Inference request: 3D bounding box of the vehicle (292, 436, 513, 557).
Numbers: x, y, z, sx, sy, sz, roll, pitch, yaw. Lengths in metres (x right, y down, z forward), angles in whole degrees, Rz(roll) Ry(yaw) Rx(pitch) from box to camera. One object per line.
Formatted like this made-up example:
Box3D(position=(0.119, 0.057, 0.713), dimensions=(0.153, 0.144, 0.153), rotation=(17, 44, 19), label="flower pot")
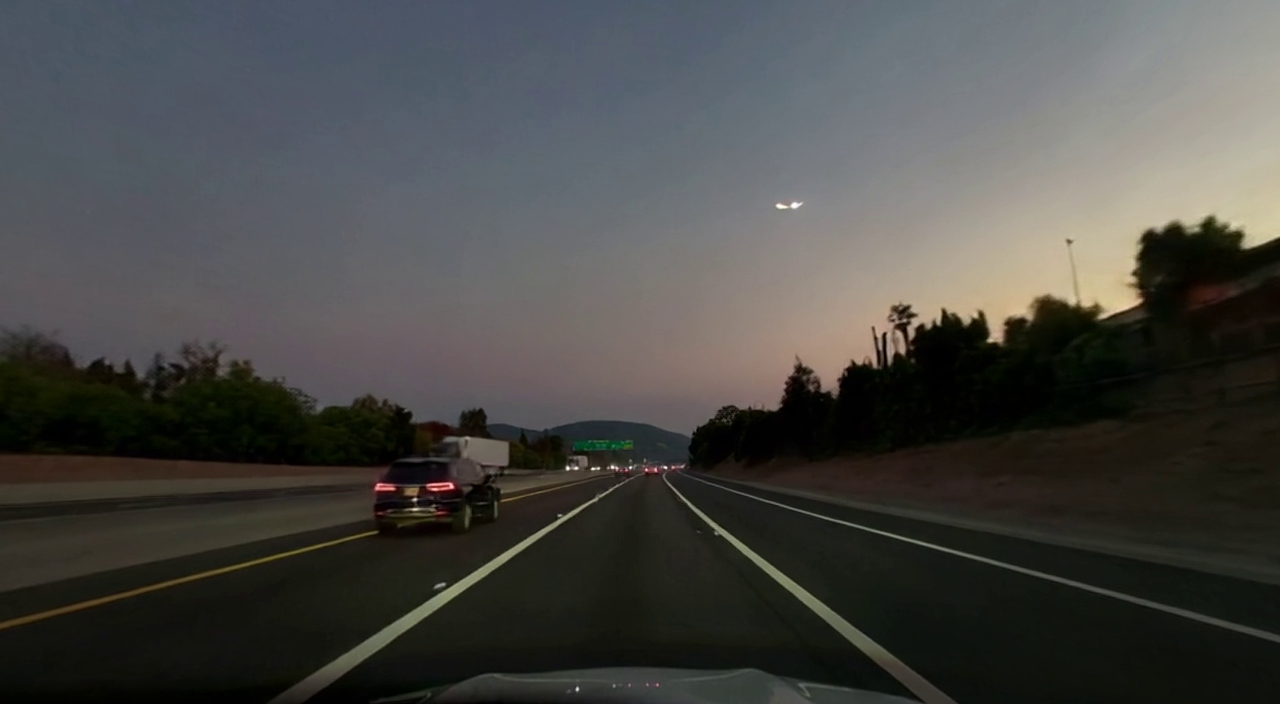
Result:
Box3D(position=(-3.855, 2.486, 11.353), dimensions=(2.053, 1.657, 4.725), rotation=(1, -11, 1), label="vehicle")
